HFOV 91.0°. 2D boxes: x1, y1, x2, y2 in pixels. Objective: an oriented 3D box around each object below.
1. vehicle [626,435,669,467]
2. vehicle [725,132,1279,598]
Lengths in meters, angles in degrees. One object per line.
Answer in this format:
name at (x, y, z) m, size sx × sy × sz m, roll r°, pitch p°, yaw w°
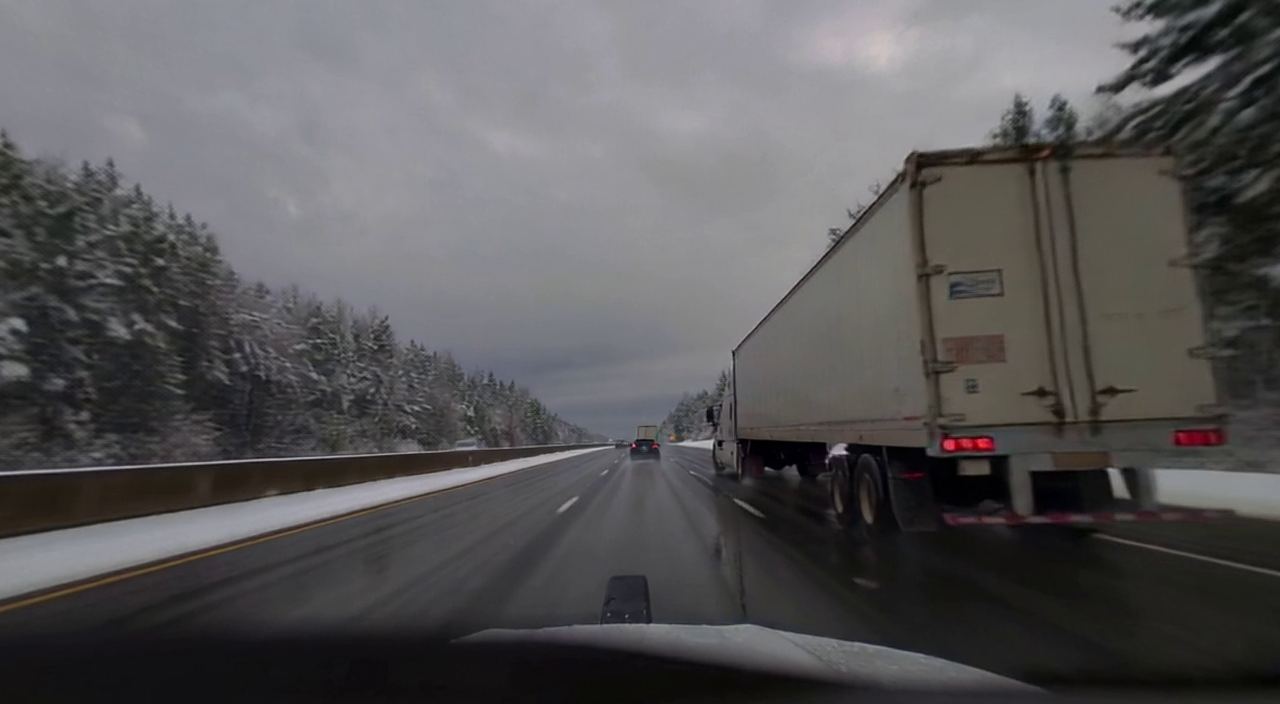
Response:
vehicle at (0.444, 5.239, 33.546) m, size 2.139 × 1.607 × 4.034 m, roll 0°, pitch -8°, yaw 2°
vehicle at (4.193, 0.995, 12.577) m, size 3.005 × 4.131 × 14.221 m, roll 0°, pitch -8°, yaw 0°
